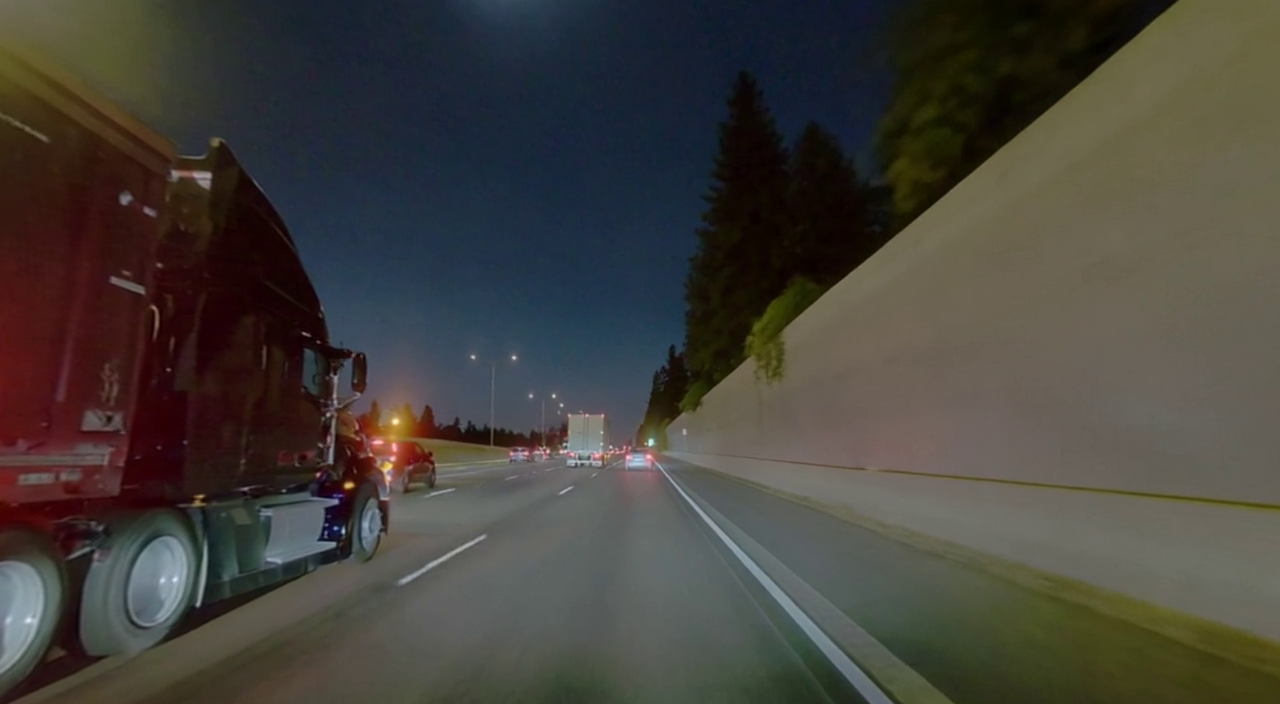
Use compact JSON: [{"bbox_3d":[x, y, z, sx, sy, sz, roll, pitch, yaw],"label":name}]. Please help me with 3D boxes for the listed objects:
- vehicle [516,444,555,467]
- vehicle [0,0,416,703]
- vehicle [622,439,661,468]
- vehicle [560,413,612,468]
[{"bbox_3d":[-7.216,7.151,43.809,1.962,1.489,4.002,0,-9,1],"label":"vehicle"},{"bbox_3d":[-3.662,-0.047,1.035,3.025,3.266,9.256,0,-9,1],"label":"vehicle"},{"bbox_3d":[0.115,6.081,37.756,2.178,1.640,4.071,0,-9,1],"label":"vehicle"},{"bbox_3d":[-3.555,6.178,43.682,2.956,3.331,9.575,0,-9,-1],"label":"vehicle"}]
